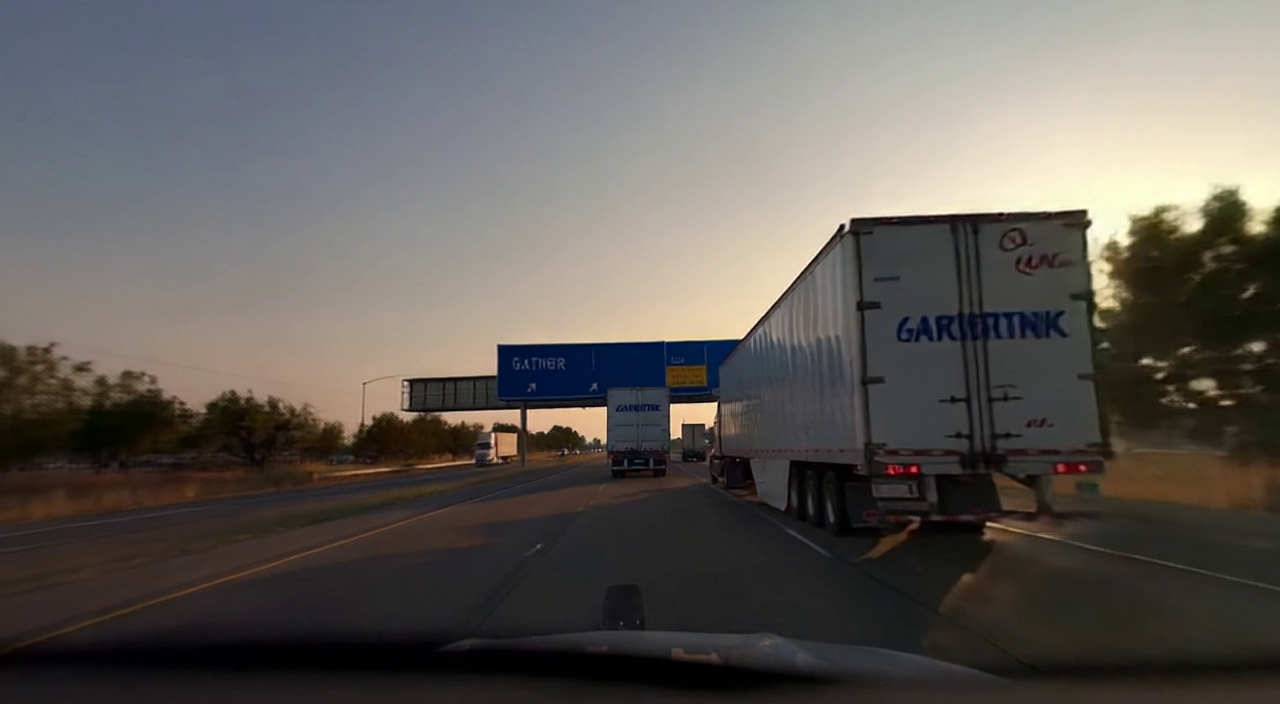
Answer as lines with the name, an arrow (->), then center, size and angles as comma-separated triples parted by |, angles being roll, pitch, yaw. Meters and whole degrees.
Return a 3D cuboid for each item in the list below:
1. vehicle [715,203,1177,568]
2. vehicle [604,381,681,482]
vehicle -> 4.201, 1.379, 14.290 | 3.044, 4.128, 14.482 | 0, -9, -1
vehicle -> 0.135, 3.723, 28.672 | 2.864, 3.805, 9.709 | -1, -9, 1
